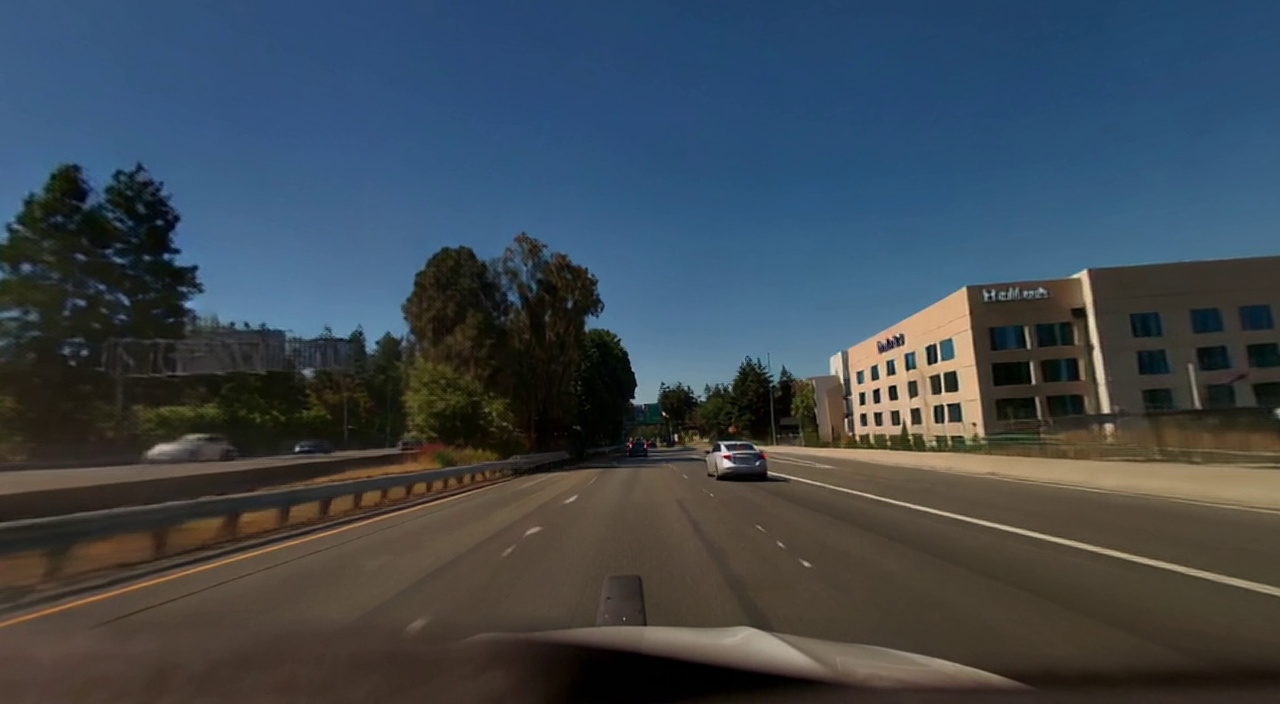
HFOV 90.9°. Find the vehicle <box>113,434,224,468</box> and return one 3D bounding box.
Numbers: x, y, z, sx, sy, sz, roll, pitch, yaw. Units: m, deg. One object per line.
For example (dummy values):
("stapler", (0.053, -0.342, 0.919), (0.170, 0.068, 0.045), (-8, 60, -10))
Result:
("vehicle", (-21.897, 4.621, 29.543), (1.921, 1.480, 4.348), (0, -8, -2))

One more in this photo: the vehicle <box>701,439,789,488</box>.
("vehicle", (3.377, 3.688, 21.200), (2.069, 1.431, 4.313), (0, -8, -2))
